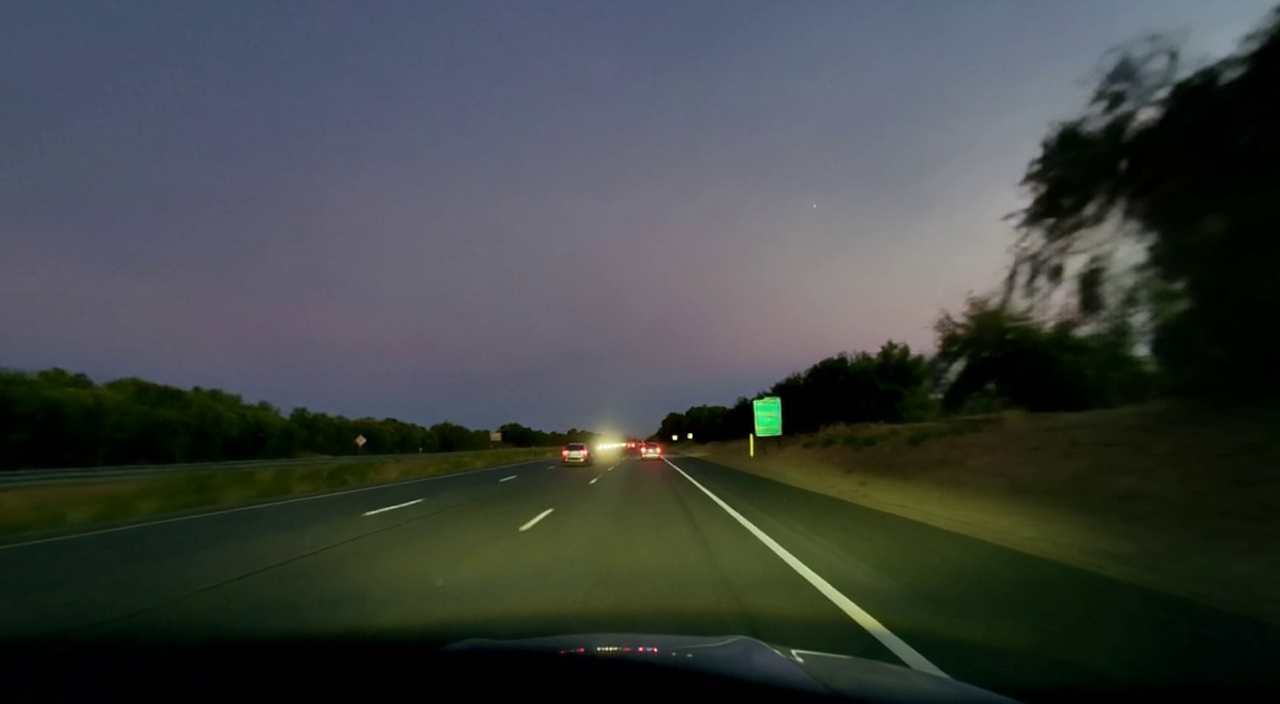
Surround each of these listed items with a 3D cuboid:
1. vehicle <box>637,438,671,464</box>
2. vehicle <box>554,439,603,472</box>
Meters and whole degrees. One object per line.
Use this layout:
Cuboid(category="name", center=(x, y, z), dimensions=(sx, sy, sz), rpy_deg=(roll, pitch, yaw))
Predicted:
Cuboid(category="vehicle", center=(0.950, 6.895, 43.969), dimensions=(2.259, 1.697, 4.106), rpy_deg=(0, -8, 1))
Cuboid(category="vehicle", center=(-3.224, 5.509, 33.954), dimensions=(2.028, 1.634, 4.441), rpy_deg=(-1, -8, 2))
